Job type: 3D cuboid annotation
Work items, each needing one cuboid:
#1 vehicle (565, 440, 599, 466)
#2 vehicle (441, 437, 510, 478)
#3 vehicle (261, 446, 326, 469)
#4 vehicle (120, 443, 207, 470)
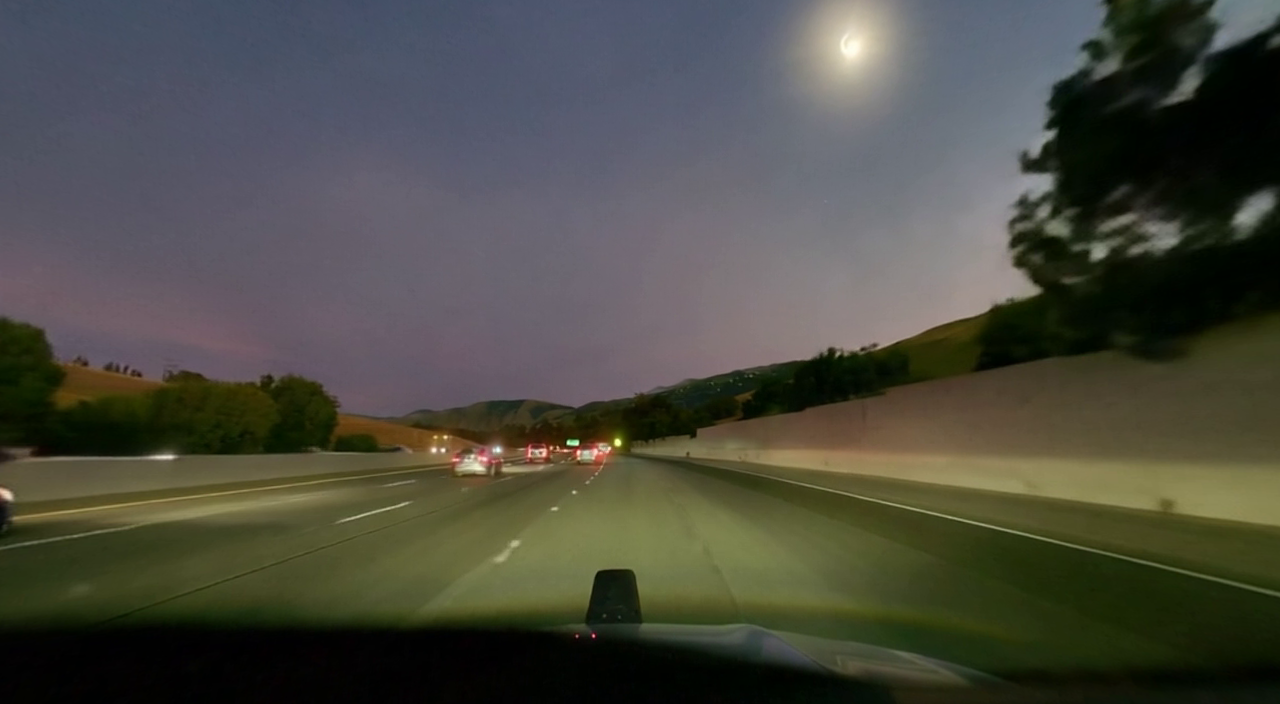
[{"bbox_3d":[-4.060,7.159,44.776,2.115,1.713,4.263,0,-9,-2],"label":"vehicle"},{"bbox_3d":[-7.738,4.982,30.181,2.074,1.768,4.805,0,-9,-1],"label":"vehicle"},{"bbox_3d":[-23.636,7.179,43.321,1.890,1.475,4.592,0,-9,0],"label":"vehicle"},{"bbox_3d":[-31.202,6.846,41.551,1.945,1.641,4.947,0,-9,-1],"label":"vehicle"}]
